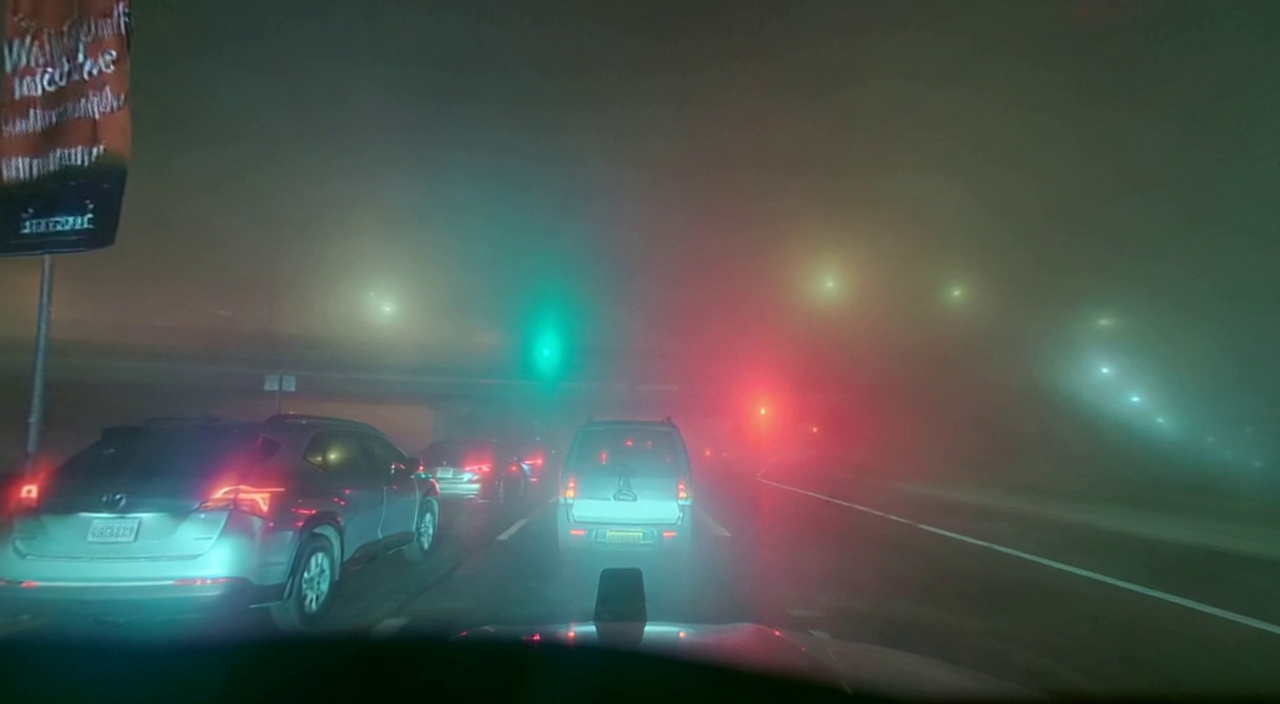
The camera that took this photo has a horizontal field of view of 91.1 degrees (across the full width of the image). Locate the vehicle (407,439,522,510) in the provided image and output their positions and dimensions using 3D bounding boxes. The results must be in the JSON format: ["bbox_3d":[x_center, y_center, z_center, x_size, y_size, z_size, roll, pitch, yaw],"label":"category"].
[{"bbox_3d":[-4.149,2.927,15.437,1.797,1.505,3.506,0,-9,0],"label":"vehicle"}]

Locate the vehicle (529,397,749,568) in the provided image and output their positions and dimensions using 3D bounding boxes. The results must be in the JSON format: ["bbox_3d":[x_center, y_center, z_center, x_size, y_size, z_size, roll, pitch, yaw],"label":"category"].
[{"bbox_3d":[-0.091,1.759,9.203,2.409,1.864,4.471,0,-8,-2],"label":"vehicle"}]

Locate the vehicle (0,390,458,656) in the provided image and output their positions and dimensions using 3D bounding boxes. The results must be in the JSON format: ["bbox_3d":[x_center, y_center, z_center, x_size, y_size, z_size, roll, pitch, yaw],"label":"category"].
[{"bbox_3d":[-3.499,1.426,6.277,2.039,1.709,4.265,0,-8,0],"label":"vehicle"}]
